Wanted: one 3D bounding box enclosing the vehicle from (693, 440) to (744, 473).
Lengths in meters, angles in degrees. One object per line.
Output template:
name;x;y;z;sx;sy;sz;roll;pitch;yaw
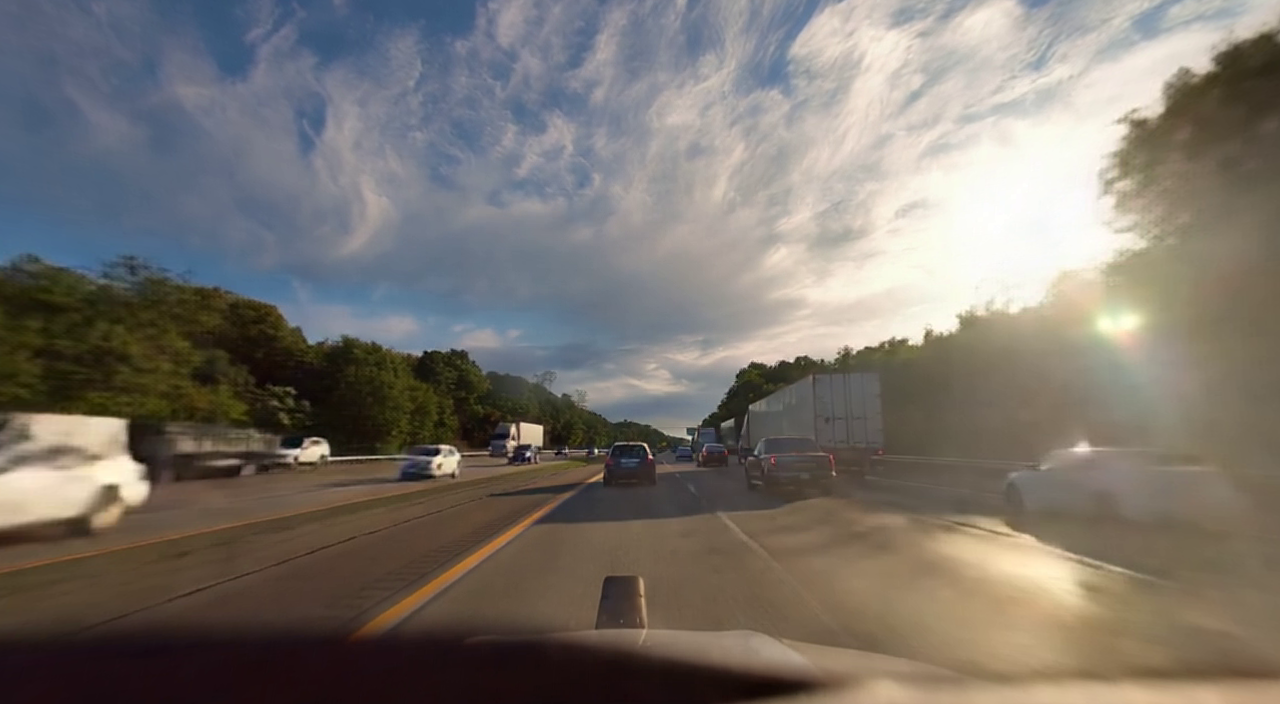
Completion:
vehicle;4.090;5.545;33.699;2.150;1.632;4.260;0;-9;0

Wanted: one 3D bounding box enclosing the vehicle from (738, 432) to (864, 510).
vehicle;3.624;2.752;15.003;1.920;1.594;3.867;0;-9;-1

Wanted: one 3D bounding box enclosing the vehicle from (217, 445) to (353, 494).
vehicle;-12.004;3.995;21.795;1.908;1.478;4.690;0;-9;1

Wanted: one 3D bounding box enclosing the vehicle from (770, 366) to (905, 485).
vehicle;7.666;3.152;25.993;2.823;4.063;8.485;0;-9;1

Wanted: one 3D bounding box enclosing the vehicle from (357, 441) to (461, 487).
vehicle;-8.147;3.993;22.735;2.106;1.494;4.170;0;-9;1

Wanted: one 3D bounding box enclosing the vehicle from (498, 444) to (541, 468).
vehicle;-8.261;7.151;43.577;1.976;1.549;4.303;0;-9;1

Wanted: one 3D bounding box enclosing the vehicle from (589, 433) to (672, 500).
vehicle;-0.202;3.074;17.208;2.023;1.618;3.628;0;-9;1

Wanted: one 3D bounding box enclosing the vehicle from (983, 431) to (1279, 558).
vehicle;7.329;1.989;9.504;1.951;1.467;4.173;0;-9;0

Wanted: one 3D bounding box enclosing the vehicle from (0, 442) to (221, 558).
vehicle;-9.280;2.205;10.014;2.053;1.476;4.544;0;-9;1
